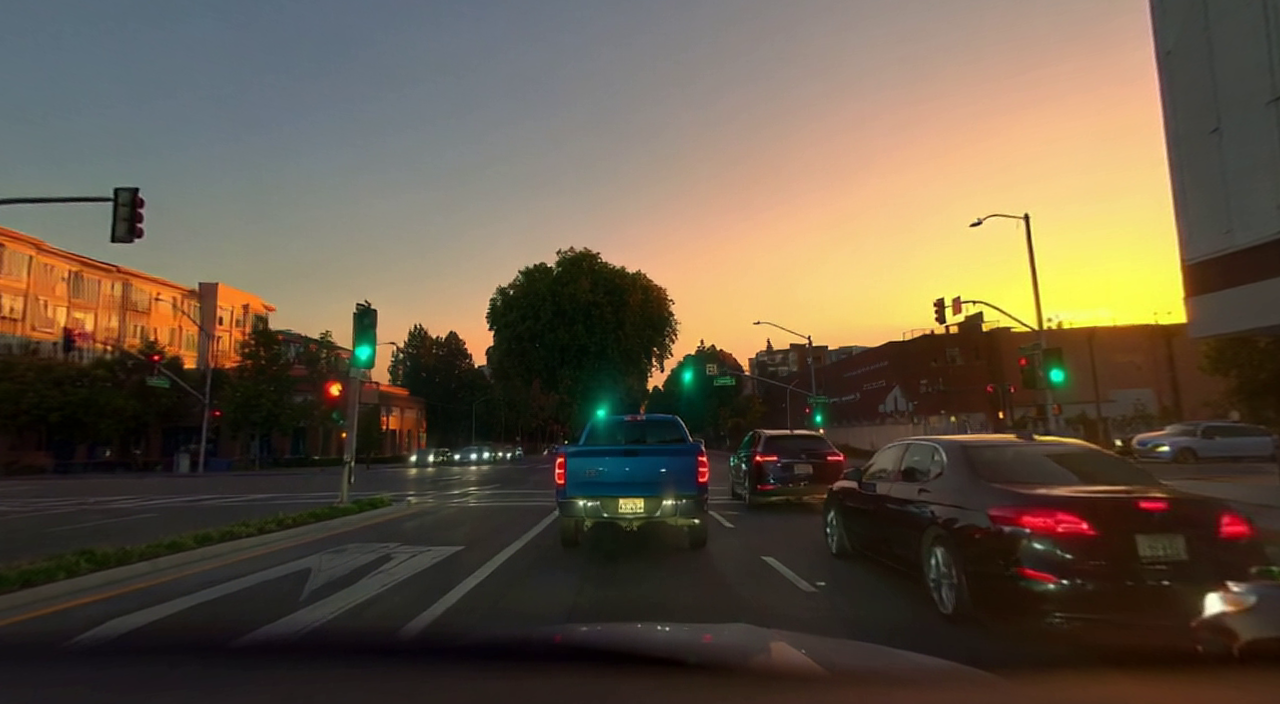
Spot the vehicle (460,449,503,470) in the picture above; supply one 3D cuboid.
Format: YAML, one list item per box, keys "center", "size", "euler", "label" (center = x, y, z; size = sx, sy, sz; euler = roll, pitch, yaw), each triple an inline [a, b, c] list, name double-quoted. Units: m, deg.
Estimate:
- center: [-11.764, 7.962, 47.078]
  size: [1.989, 1.459, 4.667]
  euler: [0, -8, 0]
  label: "vehicle"

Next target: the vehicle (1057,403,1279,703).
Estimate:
- center: [3.244, 0.749, 1.074]
  size: [2.057, 1.463, 4.365]
  euler: [0, -8, 0]
  label: "vehicle"

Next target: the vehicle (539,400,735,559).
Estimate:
- center: [-0.124, 1.859, 9.922]
  size: [2.344, 1.883, 4.572]
  euler: [0, -8, -2]
  label: "vehicle"

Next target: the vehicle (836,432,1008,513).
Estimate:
- center: [6.489, 2.799, 15.196]
  size: [2.002, 1.651, 4.305]
  euler: [0, -8, -2]
  label: "vehicle"

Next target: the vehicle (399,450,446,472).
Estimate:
- center: [-15.835, 7.932, 46.208]
  size: [1.915, 1.491, 4.347]
  euler: [0, -8, 0]
  label: "vehicle"

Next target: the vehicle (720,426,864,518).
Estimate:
- center: [3.188, 2.620, 14.323]
  size: [2.013, 1.742, 4.424]
  euler: [0, -8, -2]
  label: "vehicle"
